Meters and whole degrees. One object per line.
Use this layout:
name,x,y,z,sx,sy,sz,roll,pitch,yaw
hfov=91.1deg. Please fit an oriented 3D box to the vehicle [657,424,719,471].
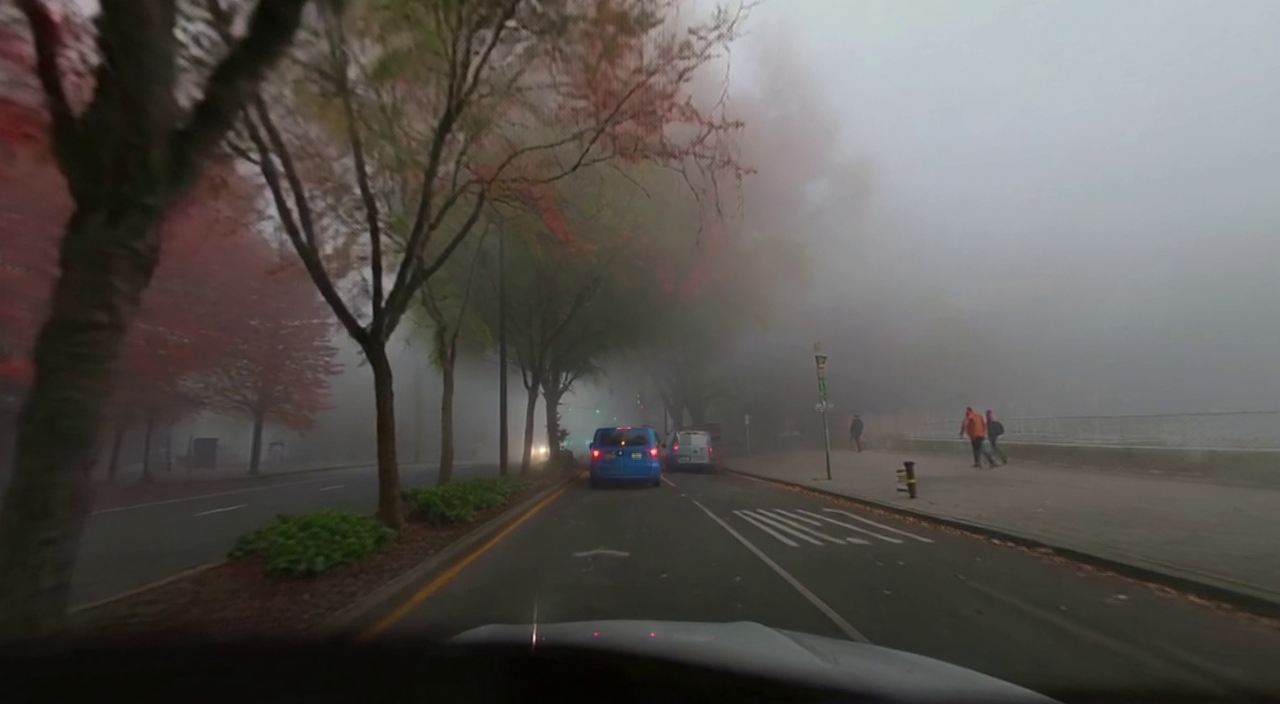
vehicle,2.127,4.409,29.258,2.147,1.968,4.478,1,-8,-5

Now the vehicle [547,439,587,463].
vehicle,-4.522,6.180,39.494,2.096,1.415,4.515,0,-8,-1

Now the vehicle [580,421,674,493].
vehicle,-0.374,2.841,17.419,2.274,1.736,4.083,0,-8,-2
